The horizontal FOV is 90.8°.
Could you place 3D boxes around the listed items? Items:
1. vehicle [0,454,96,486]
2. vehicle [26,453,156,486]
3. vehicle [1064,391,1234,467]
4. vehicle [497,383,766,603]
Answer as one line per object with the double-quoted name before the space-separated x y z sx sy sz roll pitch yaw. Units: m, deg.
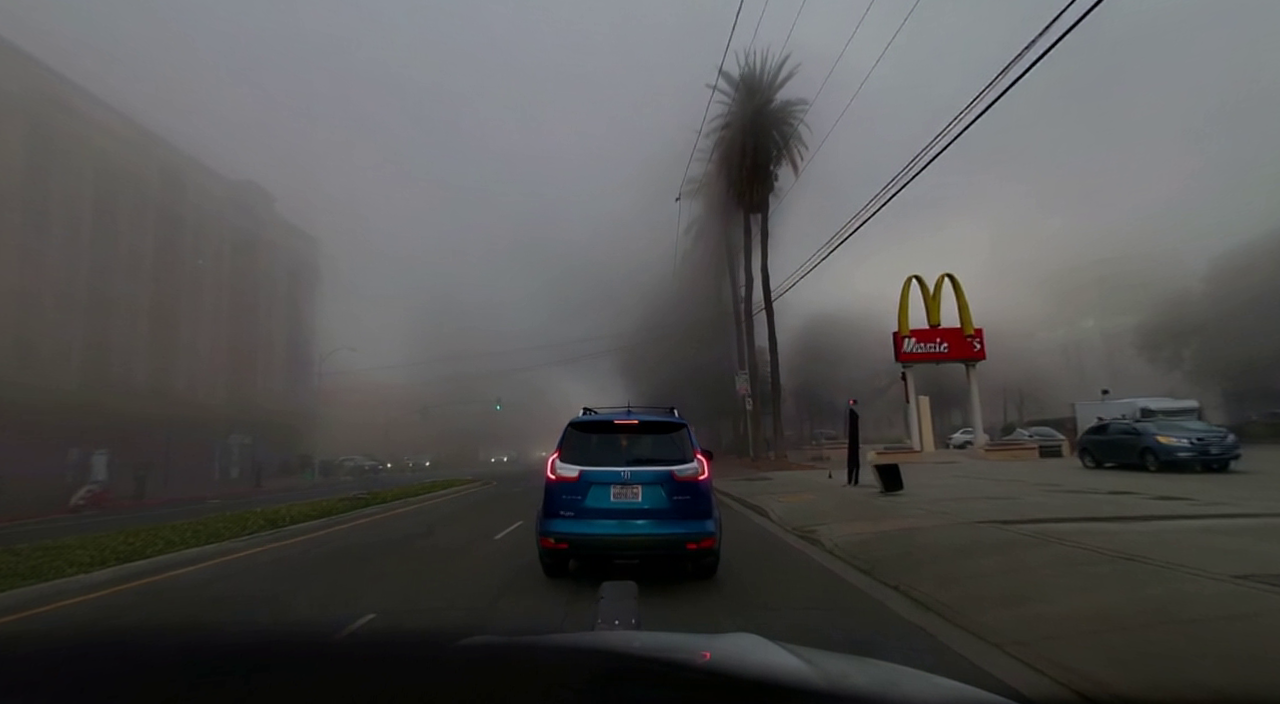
"vehicle" -28.431 5.359 28.697 5.154 1.343 1.943 4 -9 -25
"vehicle" -27.878 5.959 32.304 4.593 1.528 1.979 5 -10 -29
"vehicle" 16.120 2.492 19.892 6.060 2.047 2.490 6 -11 -36
"vehicle" -0.116 1.464 7.278 2.234 1.818 3.869 0 -9 -2
